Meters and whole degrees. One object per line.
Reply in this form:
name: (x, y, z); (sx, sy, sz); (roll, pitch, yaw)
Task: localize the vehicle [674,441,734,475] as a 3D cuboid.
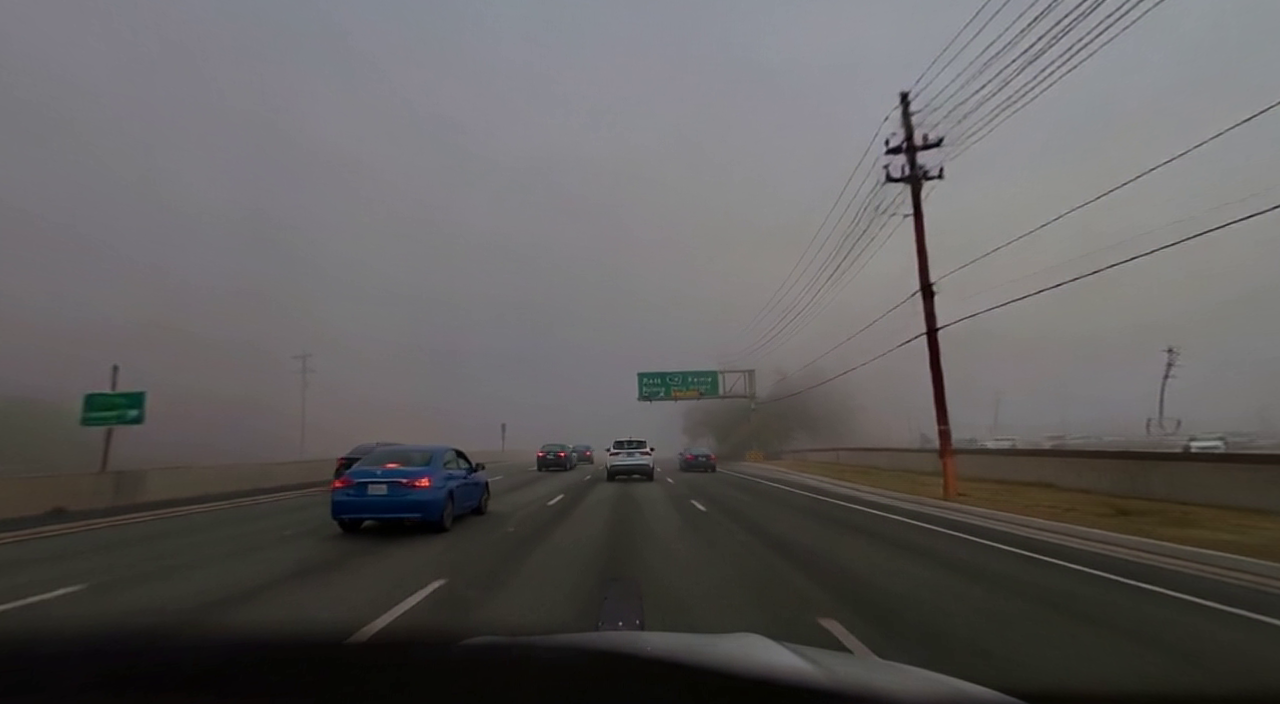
vehicle: (2.902, 4.925, 29.714); (2.197, 1.464, 4.356); (0, -8, -2)

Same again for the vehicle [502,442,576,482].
vehicle: (-3.898, 4.333, 25.235); (2.203, 1.425, 4.610); (0, -8, 0)

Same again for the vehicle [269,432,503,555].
vehicle: (-3.540, 2.035, 9.883); (1.958, 1.447, 4.454); (0, -8, -2)

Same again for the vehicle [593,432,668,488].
vehicle: (-0.318, 3.631, 21.571); (2.284, 1.699, 4.168); (0, -8, -1)
